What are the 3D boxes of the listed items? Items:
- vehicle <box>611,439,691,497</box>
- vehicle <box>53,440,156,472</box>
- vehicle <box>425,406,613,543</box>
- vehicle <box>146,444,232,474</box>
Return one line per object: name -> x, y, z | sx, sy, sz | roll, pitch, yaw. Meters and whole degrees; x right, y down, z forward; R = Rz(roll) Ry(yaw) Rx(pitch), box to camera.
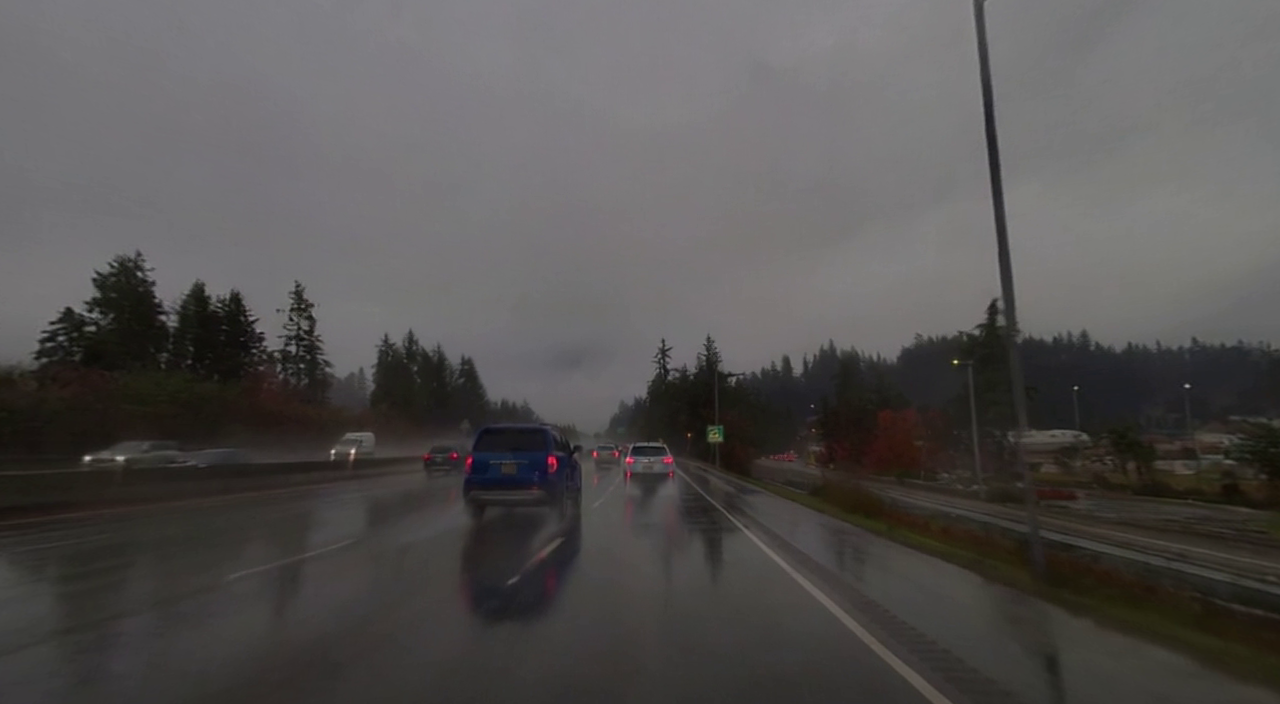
vehicle -> 0.349, 3.337, 18.450 | 2.068, 1.488, 4.045 | 0, -9, 2
vehicle -> -28.684, 5.600, 33.938 | 1.804, 1.610, 4.057 | 0, -9, 3
vehicle -> -1.691, 1.936, 10.460 | 2.123, 1.798, 4.108 | 0, -9, 3
vehicle -> -24.172, 5.715, 33.923 | 1.631, 1.470, 3.783 | -1, -8, 3
